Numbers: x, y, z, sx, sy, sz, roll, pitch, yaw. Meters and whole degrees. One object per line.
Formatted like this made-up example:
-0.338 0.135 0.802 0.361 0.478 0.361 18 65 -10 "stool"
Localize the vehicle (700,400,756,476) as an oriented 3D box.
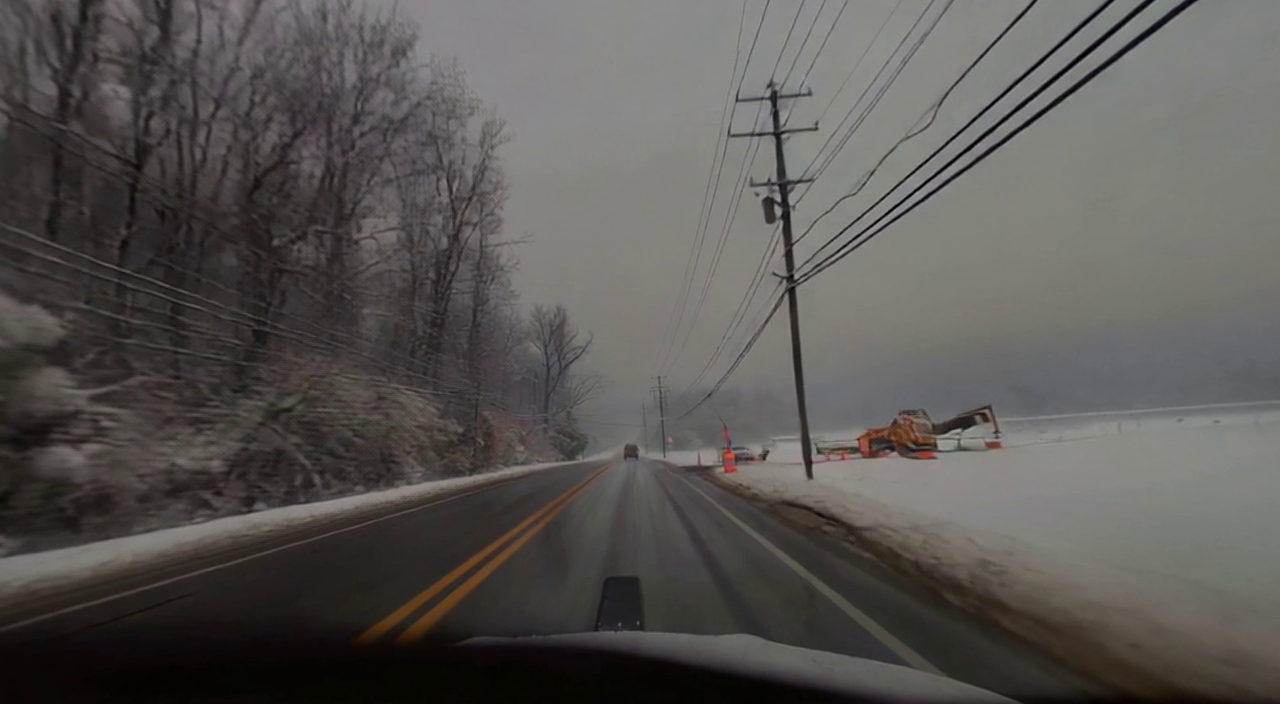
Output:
3.986 3.932 28.989 2.374 3.357 1.724 0 -9 4 "vehicle"
